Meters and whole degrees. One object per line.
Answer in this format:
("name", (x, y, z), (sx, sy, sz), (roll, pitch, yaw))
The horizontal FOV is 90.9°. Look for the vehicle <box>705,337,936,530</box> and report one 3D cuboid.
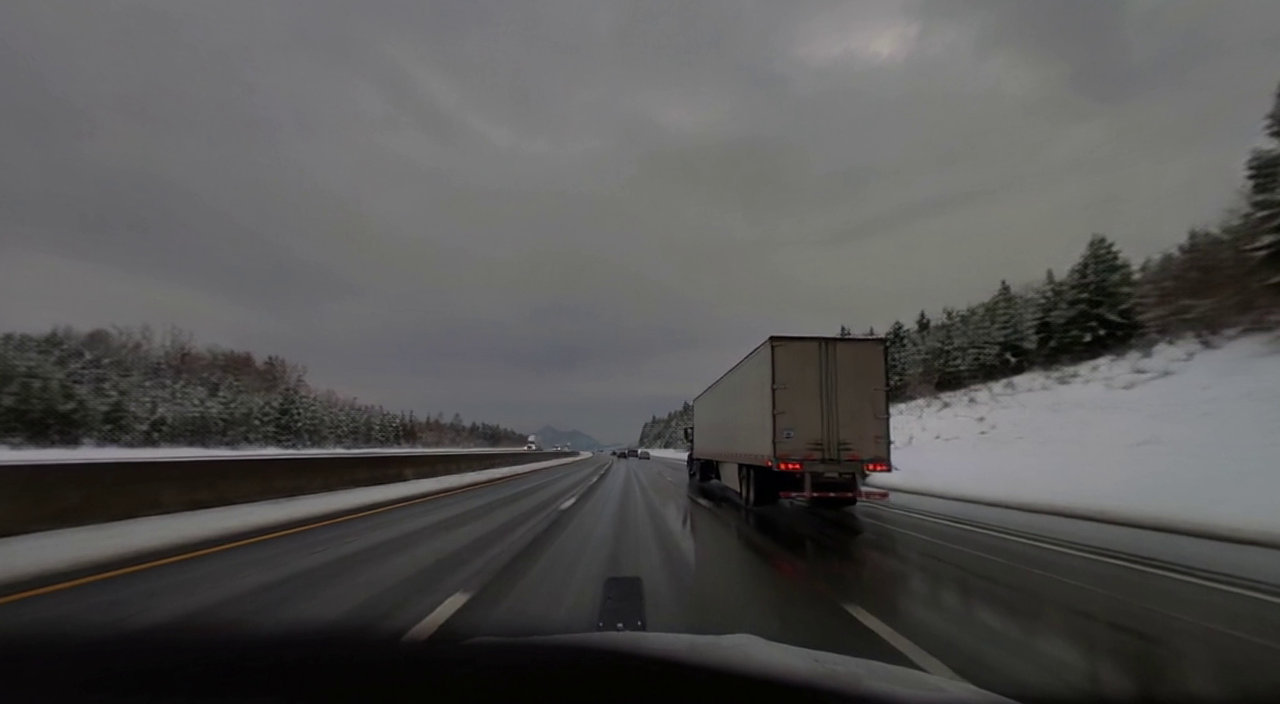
("vehicle", (3.938, 2.393, 17.634), (2.876, 3.586, 11.726), (0, -9, -1))
